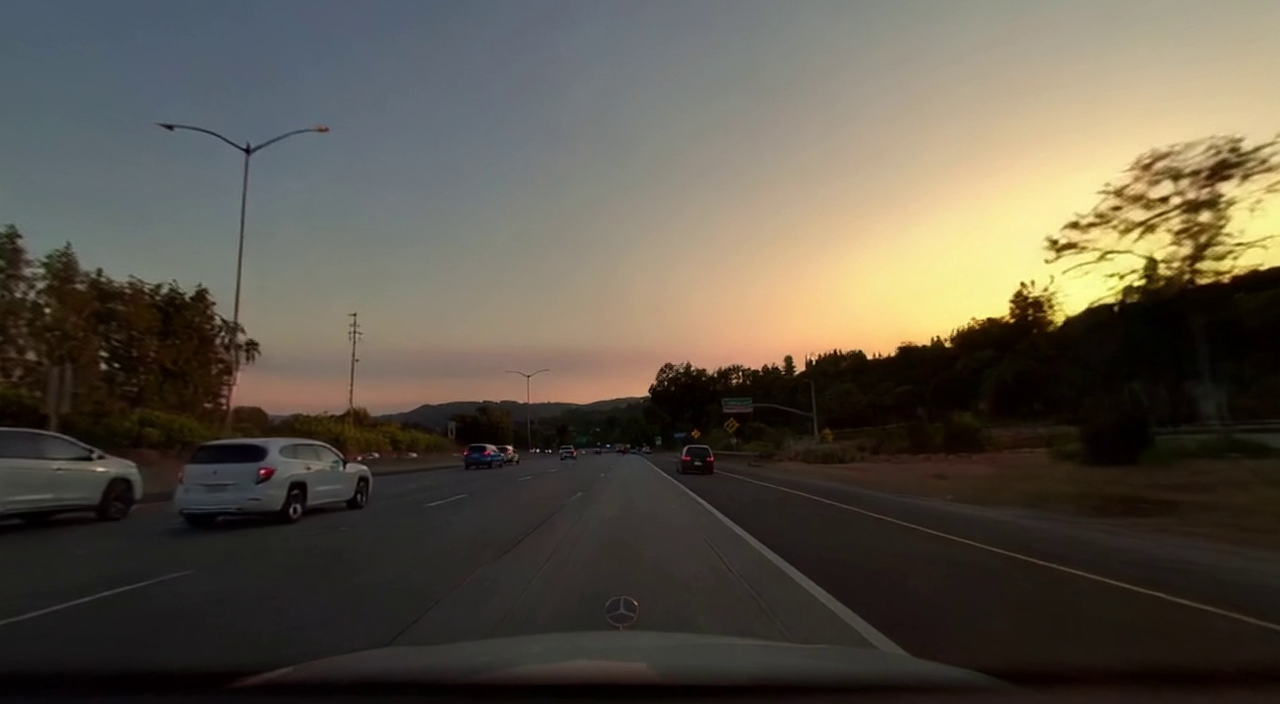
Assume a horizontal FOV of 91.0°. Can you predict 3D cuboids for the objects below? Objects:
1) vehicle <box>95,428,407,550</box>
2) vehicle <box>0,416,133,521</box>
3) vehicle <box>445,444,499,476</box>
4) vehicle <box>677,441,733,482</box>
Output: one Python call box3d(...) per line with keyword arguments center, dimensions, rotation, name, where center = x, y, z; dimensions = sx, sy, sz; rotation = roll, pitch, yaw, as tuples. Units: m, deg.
box3d(center=(-6.835, 2.453, 12.149), dimensions=(2.524, 1.806, 5.325), rotation=(0, -8, 1), name="vehicle")
box3d(center=(-14.482, 2.469, 13.415), dimensions=(2.654, 2.145, 5.489), rotation=(0, -8, 1), name="vehicle")
box3d(center=(-10.823, 6.957, 40.830), dimensions=(2.137, 1.873, 4.687), rotation=(0, -8, 1), name="vehicle")
box3d(center=(3.170, 5.477, 31.830), dimensions=(2.184, 1.892, 4.763), rotation=(0, -8, -1), name="vehicle")
